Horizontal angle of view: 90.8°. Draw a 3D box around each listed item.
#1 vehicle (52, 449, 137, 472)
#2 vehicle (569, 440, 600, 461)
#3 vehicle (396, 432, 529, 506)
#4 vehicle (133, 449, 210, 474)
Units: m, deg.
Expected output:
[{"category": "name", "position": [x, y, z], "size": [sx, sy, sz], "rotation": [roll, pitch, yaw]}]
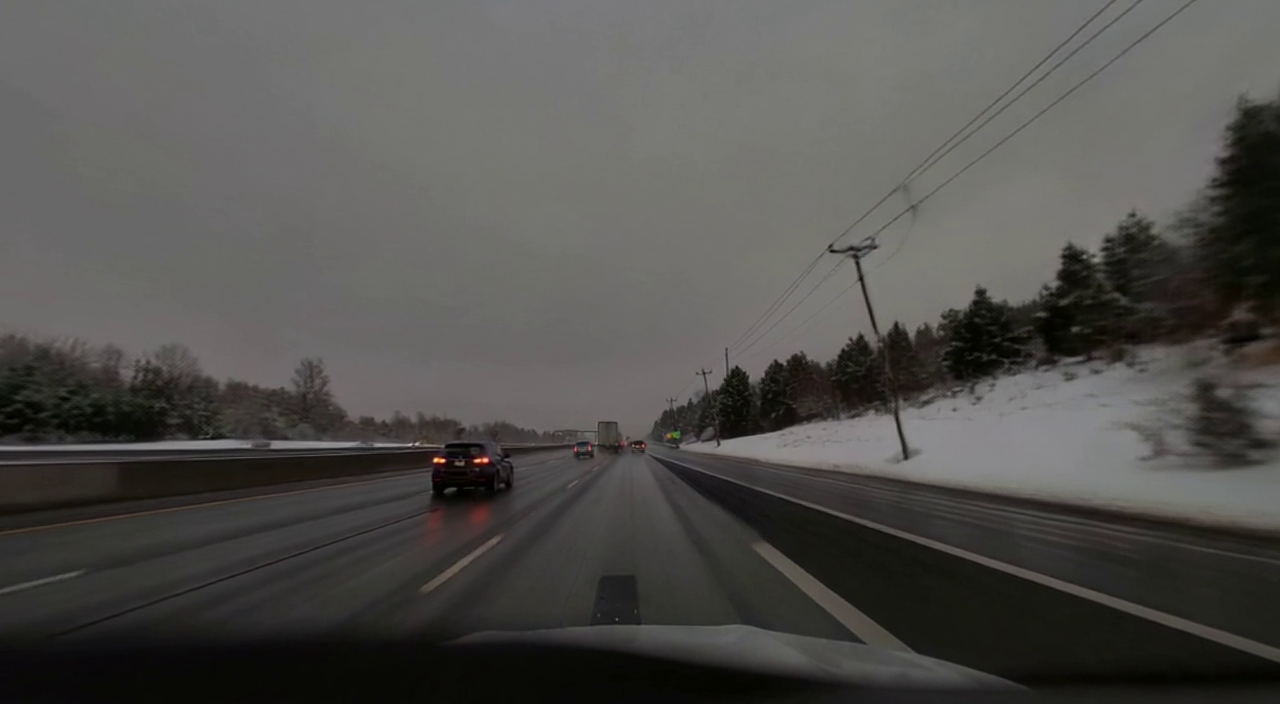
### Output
[{"category": "vehicle", "position": [-38.739, 7.689, 44.998], "size": [1.931, 1.538, 4.631], "rotation": [0, -9, -1]}, {"category": "vehicle", "position": [-4.164, 7.500, 48.044], "size": [2.038, 1.533, 4.103], "rotation": [0, -9, -1]}, {"category": "vehicle", "position": [-4.128, 2.797, 15.545], "size": [1.963, 1.533, 4.477], "rotation": [0, -9, 0]}, {"category": "vehicle", "position": [-29.974, 7.005, 40.565], "size": [1.916, 1.471, 3.905], "rotation": [0, -9, 1]}]
